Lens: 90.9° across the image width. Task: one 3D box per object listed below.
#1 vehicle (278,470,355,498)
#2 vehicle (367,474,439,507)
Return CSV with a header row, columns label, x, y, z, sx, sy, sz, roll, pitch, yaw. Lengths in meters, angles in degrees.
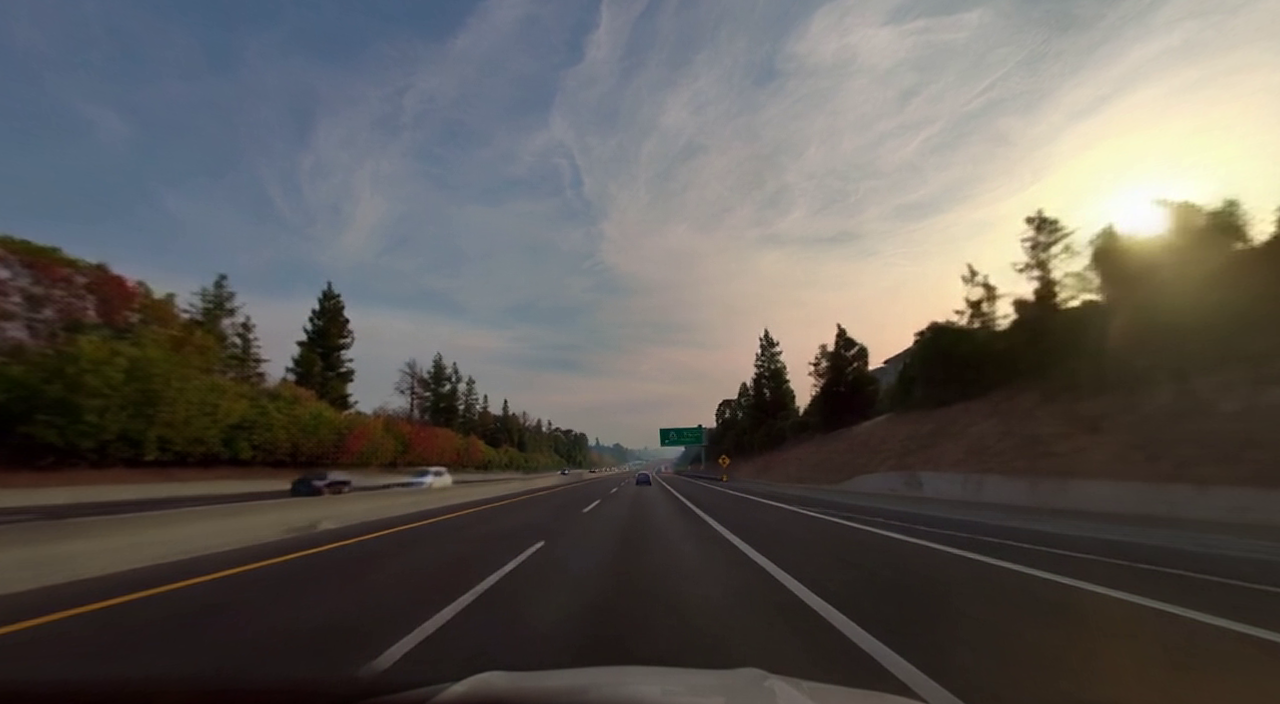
label,x,y,z,sx,sy,sz,roll,pitch,yaw
vehicle,-18.990,7.758,37.267,2.004,1.483,4.647,1,-11,1
vehicle,-11.348,6.648,30.547,1.818,1.419,4.237,1,-11,0
